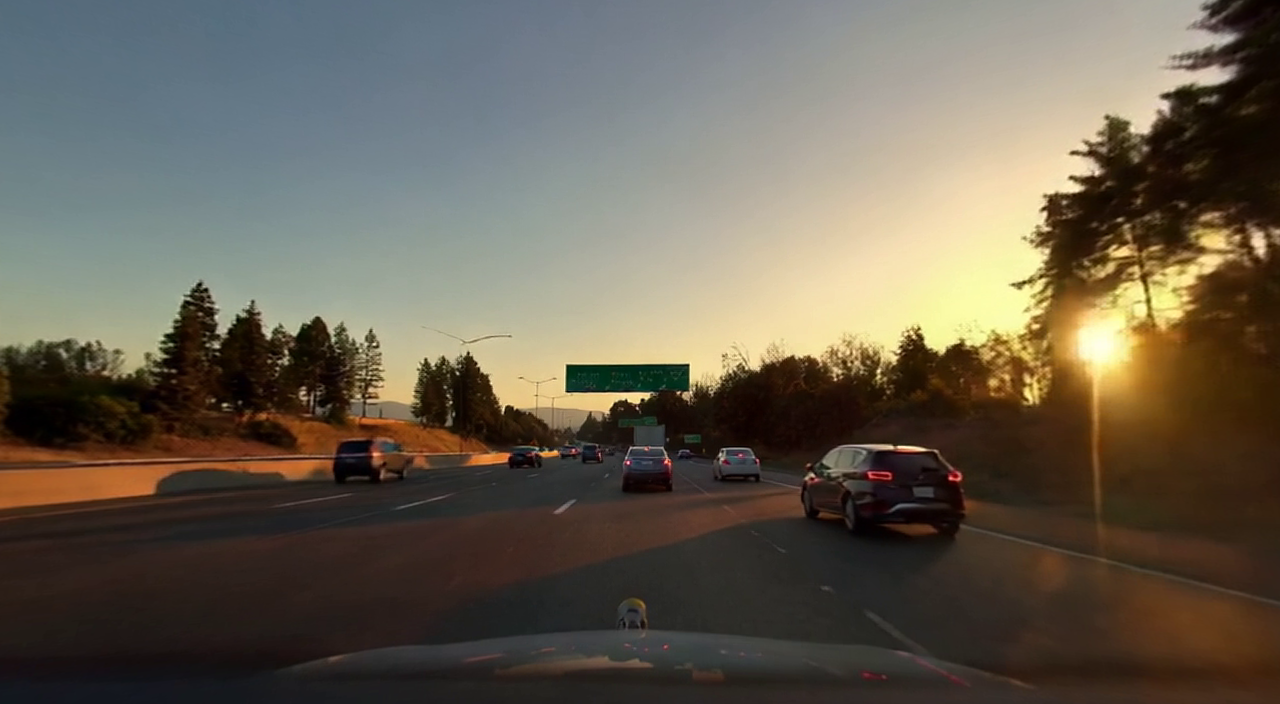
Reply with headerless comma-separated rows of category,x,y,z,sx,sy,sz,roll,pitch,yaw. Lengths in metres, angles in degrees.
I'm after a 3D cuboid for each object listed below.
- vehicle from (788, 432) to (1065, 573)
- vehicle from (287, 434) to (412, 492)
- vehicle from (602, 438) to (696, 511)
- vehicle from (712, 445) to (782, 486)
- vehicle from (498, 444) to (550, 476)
vehicle,3.611,1.953,8.922,2.044,1.523,3.947,0,-9,0
vehicle,-10.016,3.857,22.262,1.978,1.821,4.975,0,-9,1
vehicle,0.192,2.971,15.715,2.044,1.554,3.824,0,-9,0
vehicle,4.223,4.562,25.699,2.002,1.499,4.710,0,-9,-1
vehicle,-6.214,5.821,34.219,2.014,1.587,4.265,0,-9,0
